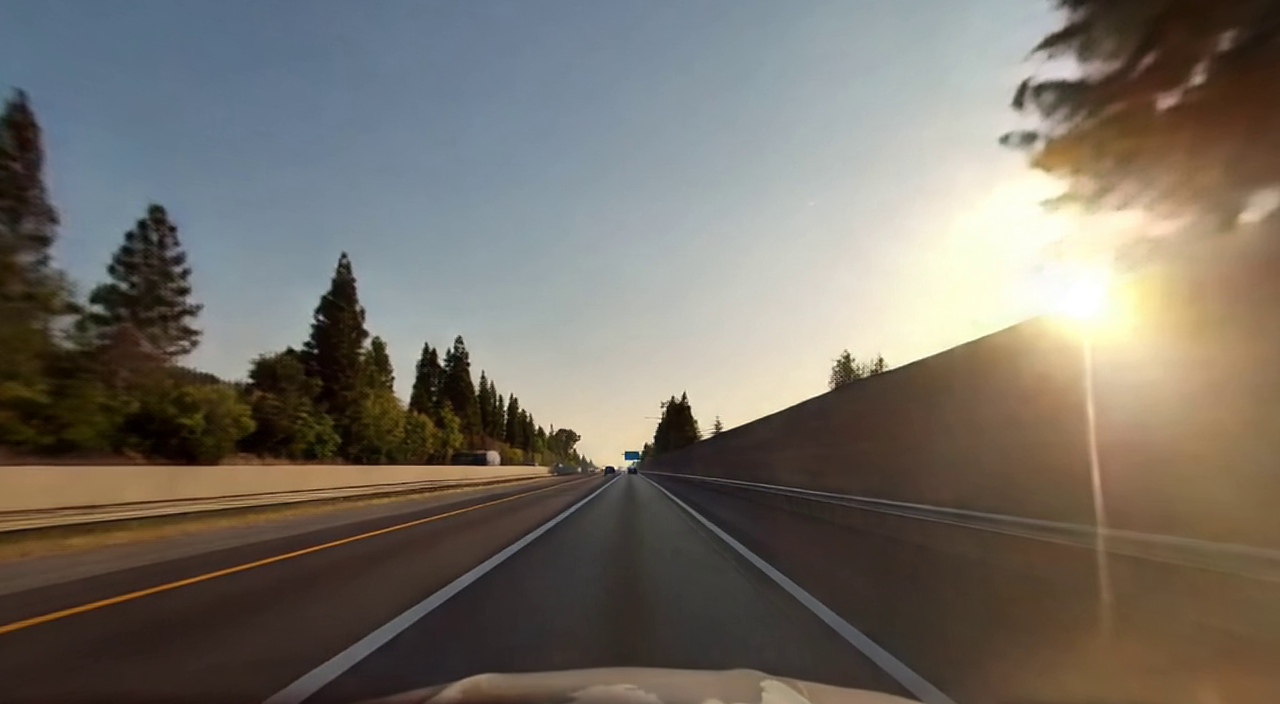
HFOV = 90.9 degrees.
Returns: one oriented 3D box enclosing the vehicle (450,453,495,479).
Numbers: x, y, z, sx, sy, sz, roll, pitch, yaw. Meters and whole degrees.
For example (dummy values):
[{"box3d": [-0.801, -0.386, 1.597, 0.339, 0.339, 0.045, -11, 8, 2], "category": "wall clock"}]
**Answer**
[{"box3d": [-12.923, 8.837, 48.835, 2.148, 1.890, 4.919, 1, -10, -1], "category": "vehicle"}]
